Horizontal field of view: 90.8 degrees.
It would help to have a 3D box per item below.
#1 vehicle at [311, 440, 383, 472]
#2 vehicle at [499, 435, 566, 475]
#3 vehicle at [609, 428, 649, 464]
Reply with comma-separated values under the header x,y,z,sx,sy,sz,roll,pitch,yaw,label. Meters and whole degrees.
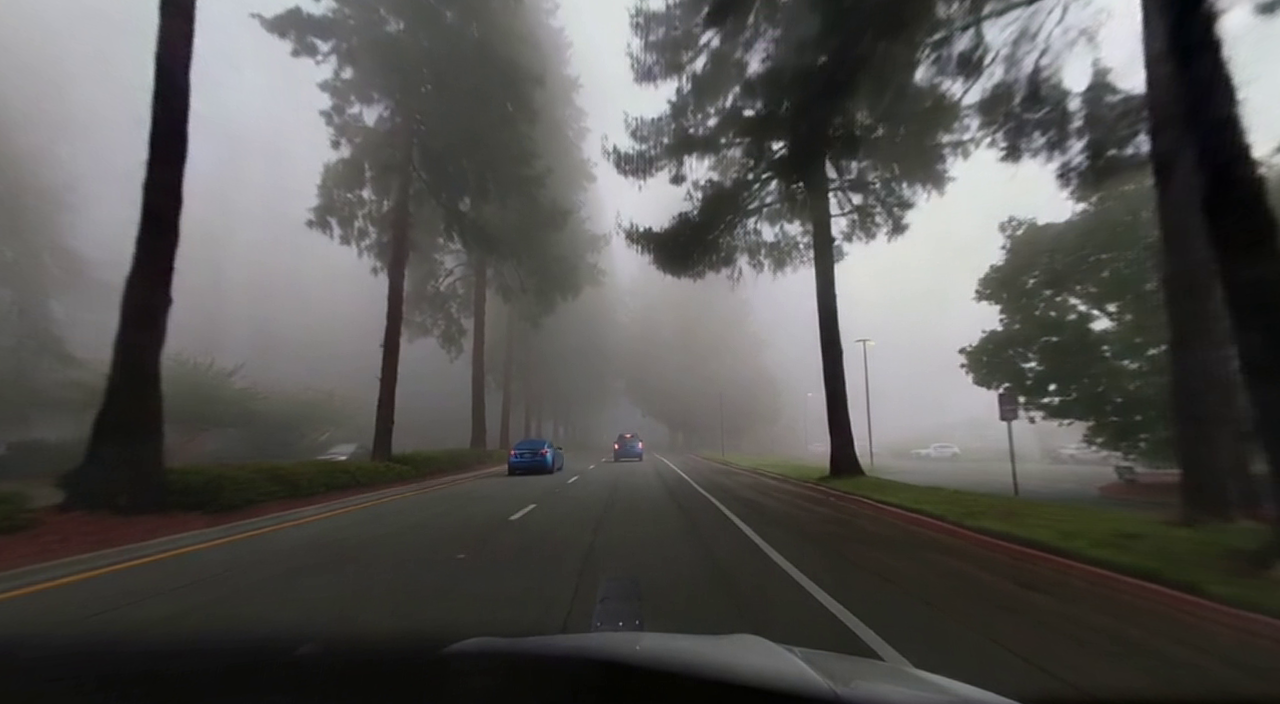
x,y,z,sx,sy,sz,roll,pitch,yaw,label
-16.478,5.837,35.787,1.896,1.712,4.523,0,-8,1,vehicle
-4.170,4.071,25.186,1.917,1.448,4.178,0,-8,0,vehicle
-0.572,4.988,33.535,2.018,1.769,3.897,0,-8,-1,vehicle
